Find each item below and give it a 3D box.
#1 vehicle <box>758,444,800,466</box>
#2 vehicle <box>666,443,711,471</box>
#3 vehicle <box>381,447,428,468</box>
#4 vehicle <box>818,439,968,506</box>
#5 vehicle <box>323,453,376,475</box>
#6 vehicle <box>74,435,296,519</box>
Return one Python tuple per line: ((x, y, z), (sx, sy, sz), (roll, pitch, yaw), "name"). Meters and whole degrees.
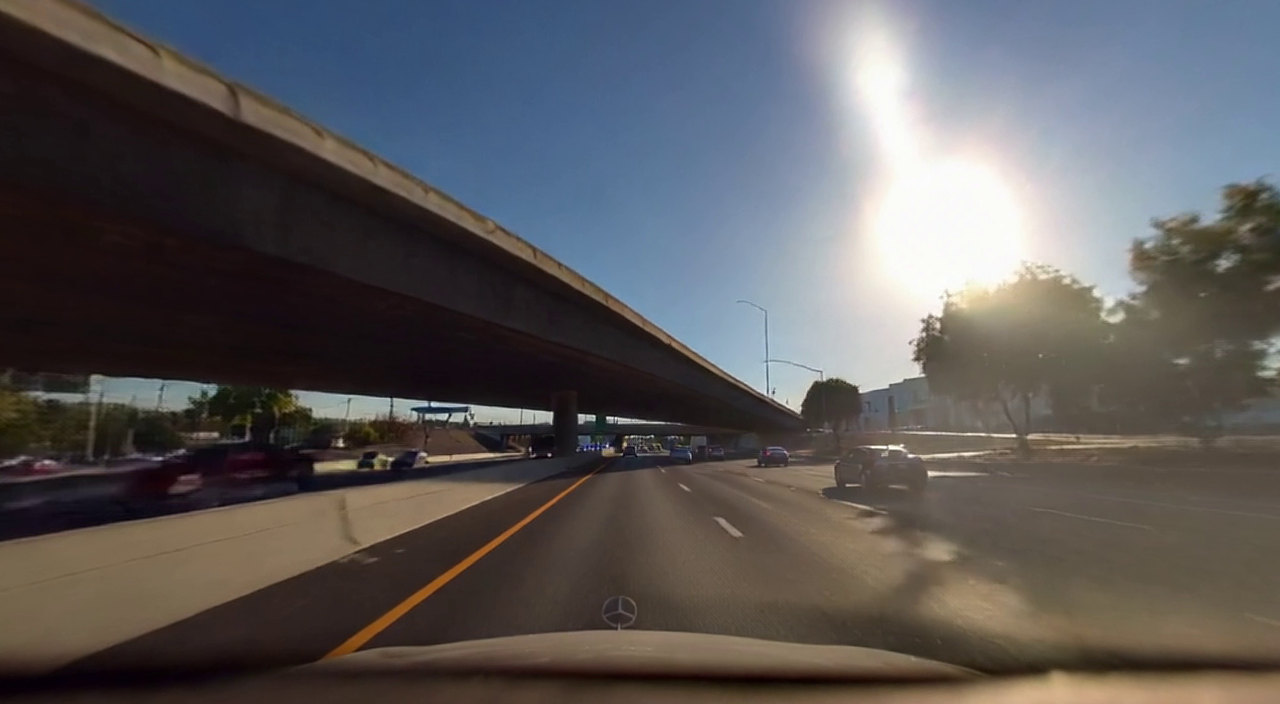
((9.521, 7.096, 43.648), (1.838, 1.440, 4.121), (0, -8, -1), "vehicle")
((2.670, 5.903, 35.778), (1.993, 1.507, 4.594), (0, -8, -2), "vehicle")
((-17.171, 7.692, 46.257), (1.776, 1.473, 4.494), (0, -9, -1), "vehicle")
((6.355, 3.046, 16.561), (1.952, 1.489, 4.483), (0, -8, -2), "vehicle")
((-21.262, 8.167, 46.430), (1.850, 1.456, 4.403), (0, -8, -1), "vehicle")
((-10.177, 2.784, 14.654), (1.974, 1.641, 4.245), (0, -8, 0), "vehicle")
